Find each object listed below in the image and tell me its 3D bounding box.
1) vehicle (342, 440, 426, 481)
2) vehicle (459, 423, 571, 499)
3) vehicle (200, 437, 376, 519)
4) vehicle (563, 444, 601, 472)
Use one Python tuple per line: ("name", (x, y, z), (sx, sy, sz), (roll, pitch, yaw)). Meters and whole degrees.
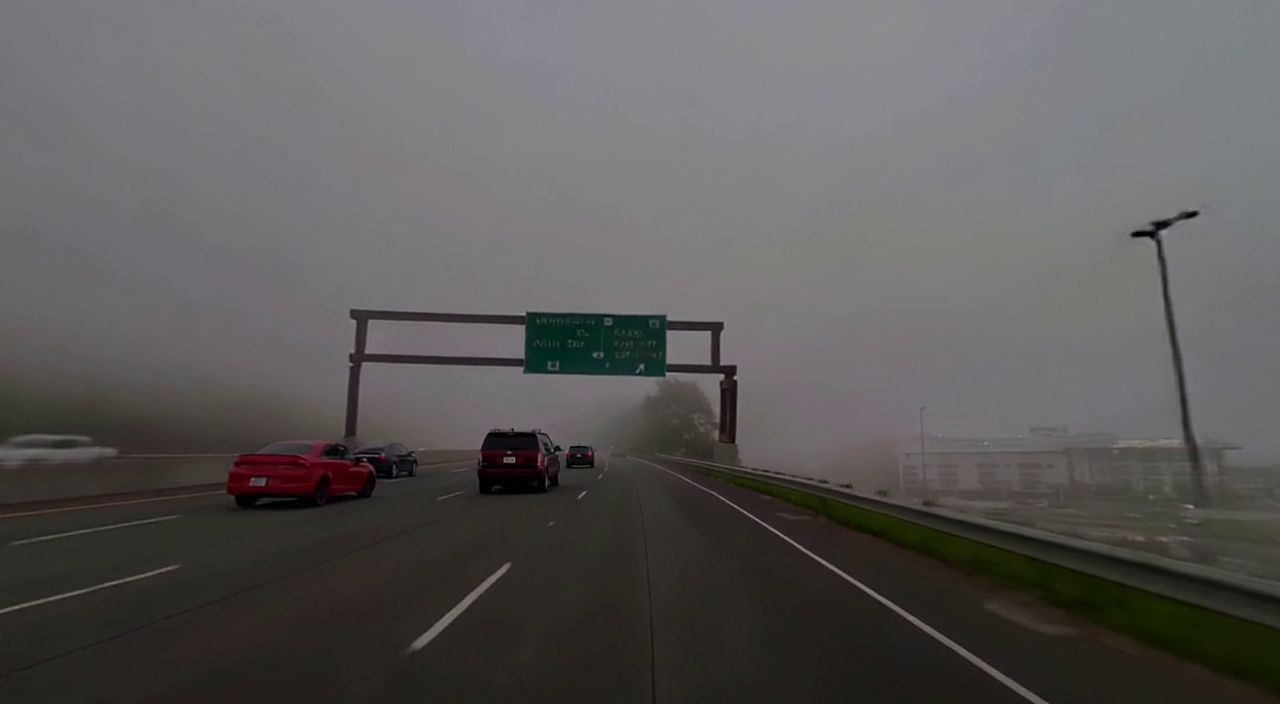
("vehicle", (-11.315, 4.796, 28.214), (1.919, 1.665, 4.394), (0, -8, -1))
("vehicle", (-3.595, 3.255, 19.338), (2.301, 1.985, 5.247), (0, -8, 1))
("vehicle", (-7.348, 2.621, 13.609), (1.796, 1.509, 3.393), (0, -8, 0))
("vehicle", (-3.494, 6.426, 38.456), (1.955, 1.614, 3.817), (0, -8, 0))
